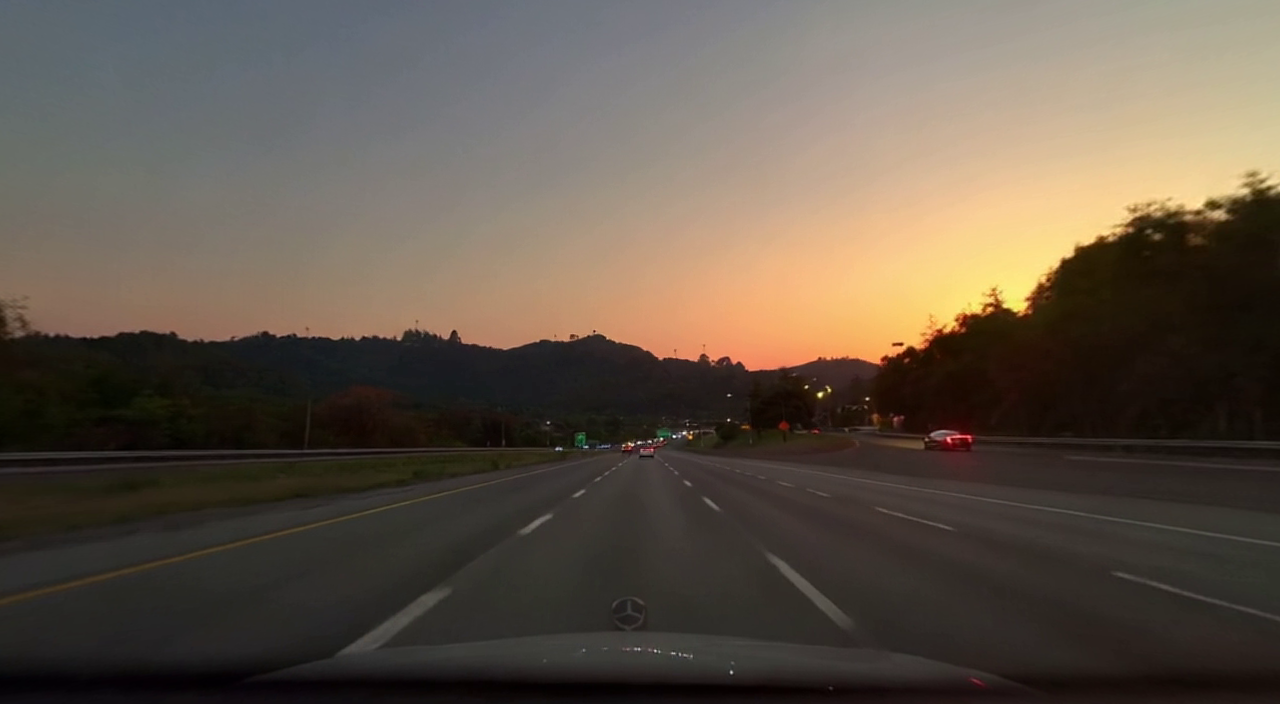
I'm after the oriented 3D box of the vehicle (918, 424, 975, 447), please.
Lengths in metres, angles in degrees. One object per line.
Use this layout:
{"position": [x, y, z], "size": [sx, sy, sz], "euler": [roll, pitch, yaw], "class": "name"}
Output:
{"position": [23.761, 6.512, 49.017], "size": [2.235, 1.713, 4.397], "euler": [0, -8, 1], "class": "vehicle"}
